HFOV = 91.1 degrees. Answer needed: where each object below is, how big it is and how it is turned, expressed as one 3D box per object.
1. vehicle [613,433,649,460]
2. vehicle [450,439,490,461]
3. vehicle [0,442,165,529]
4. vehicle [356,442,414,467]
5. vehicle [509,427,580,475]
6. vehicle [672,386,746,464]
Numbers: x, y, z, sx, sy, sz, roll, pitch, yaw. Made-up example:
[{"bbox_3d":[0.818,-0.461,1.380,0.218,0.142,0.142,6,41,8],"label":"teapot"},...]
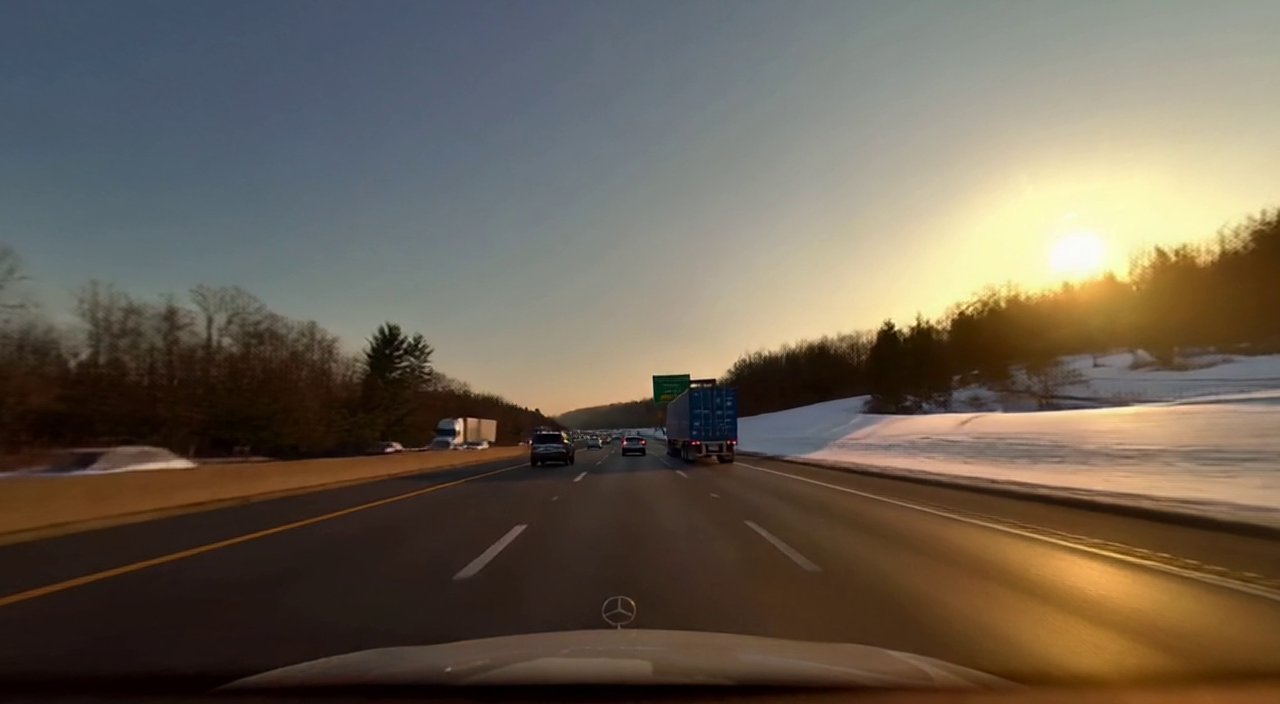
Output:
[{"bbox_3d":[-0.576,5.853,39.041,2.088,1.567,4.240,0,-8,-1],"label":"vehicle"},{"bbox_3d":[-12.498,7.192,46.410,1.871,1.495,3.907,0,-8,0],"label":"vehicle"},{"bbox_3d":[-12.485,2.616,12.829,1.954,1.527,4.652,0,-8,-1],"label":"vehicle"},{"bbox_3d":[-16.239,6.528,40.254,1.863,1.501,4.305,0,-8,0],"label":"vehicle"},{"bbox_3d":[-3.558,3.770,24.306,2.054,1.671,4.445,0,-8,0],"label":"vehicle"},{"bbox_3d":[3.619,4.154,35.084,2.883,3.836,7.894,0,-8,-2],"label":"vehicle"}]
